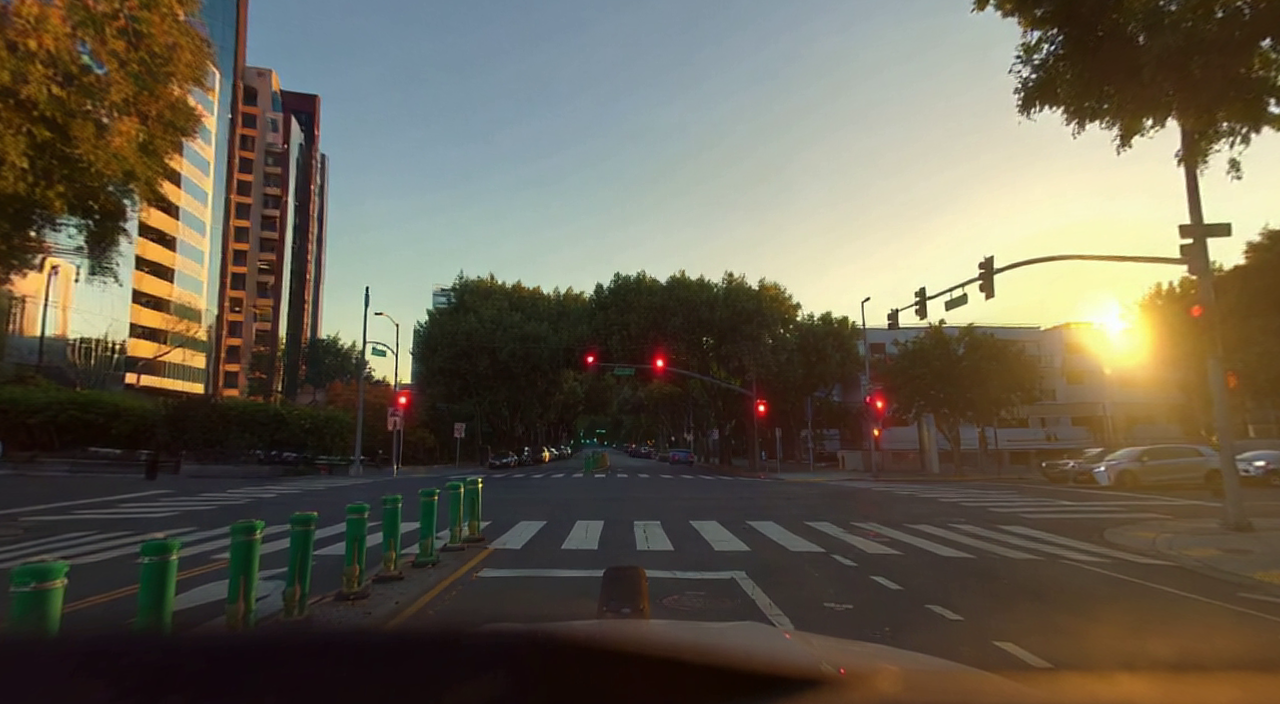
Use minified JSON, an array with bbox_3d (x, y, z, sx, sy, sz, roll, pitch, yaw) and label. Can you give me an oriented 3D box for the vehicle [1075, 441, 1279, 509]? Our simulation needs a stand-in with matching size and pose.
[{"bbox_3d":[13.010,2.799,14.571,4.424,1.436,1.804,0,-8,5],"label":"vehicle"}]
